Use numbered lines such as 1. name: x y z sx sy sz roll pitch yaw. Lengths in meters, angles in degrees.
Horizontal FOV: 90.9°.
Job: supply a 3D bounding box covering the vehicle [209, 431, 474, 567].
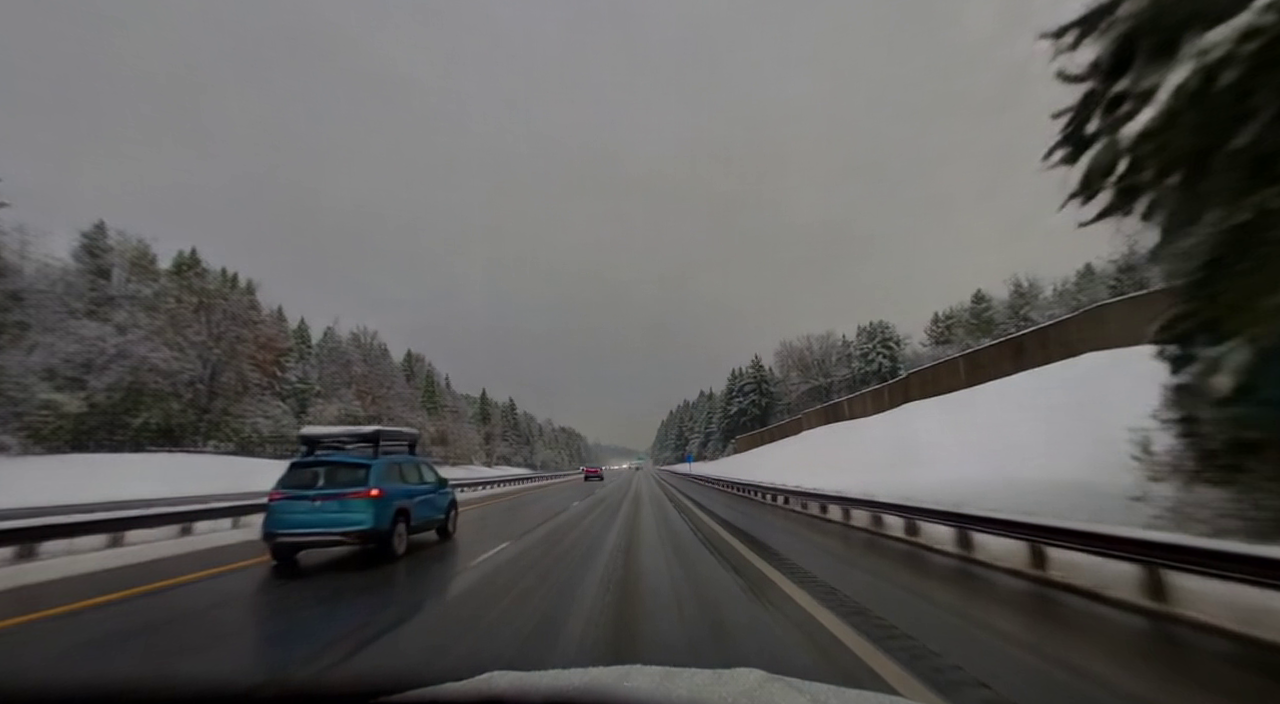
1. vehicle: -4.292 2.226 10.051 2.022 1.650 4.331 1 -11 0
